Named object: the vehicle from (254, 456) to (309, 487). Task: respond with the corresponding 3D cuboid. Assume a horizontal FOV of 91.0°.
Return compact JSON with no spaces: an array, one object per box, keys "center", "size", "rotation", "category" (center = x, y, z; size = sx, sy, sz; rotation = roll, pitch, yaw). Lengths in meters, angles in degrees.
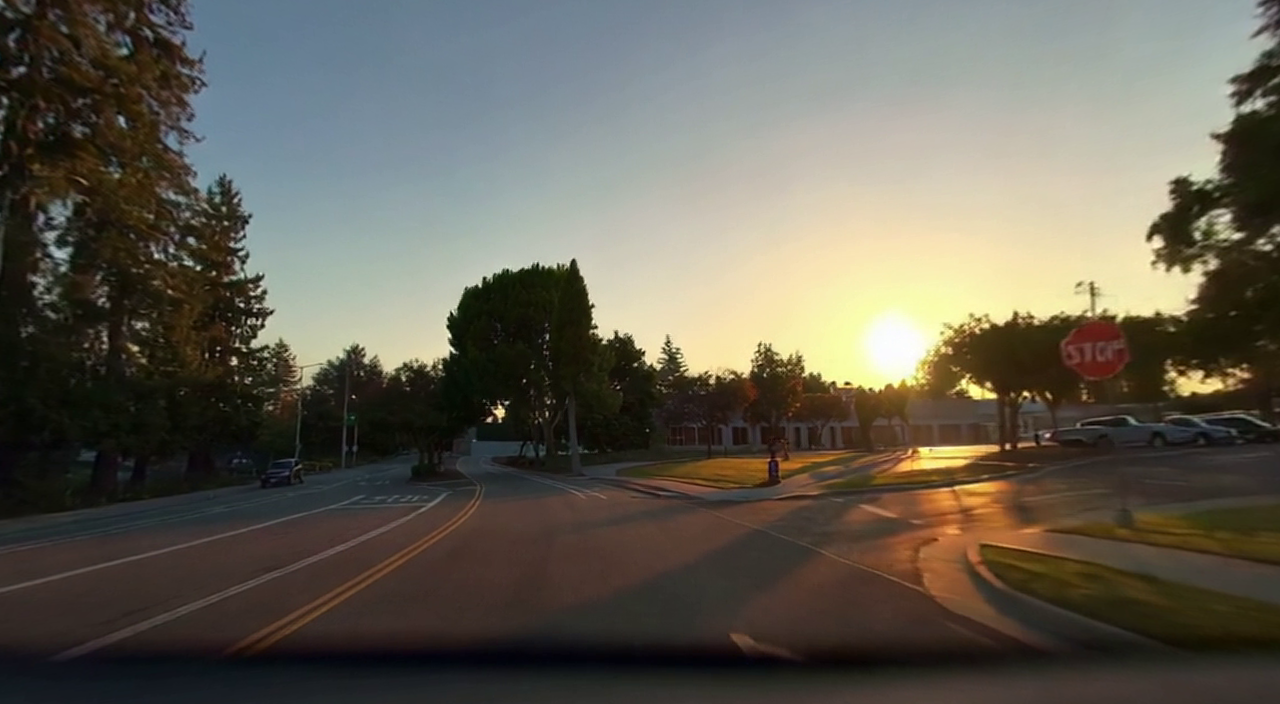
[{"center":[-21.678,7.280,38.178],"size":[1.952,1.632,4.200],"rotation":[1,-12,-17],"category":"vehicle"}]
